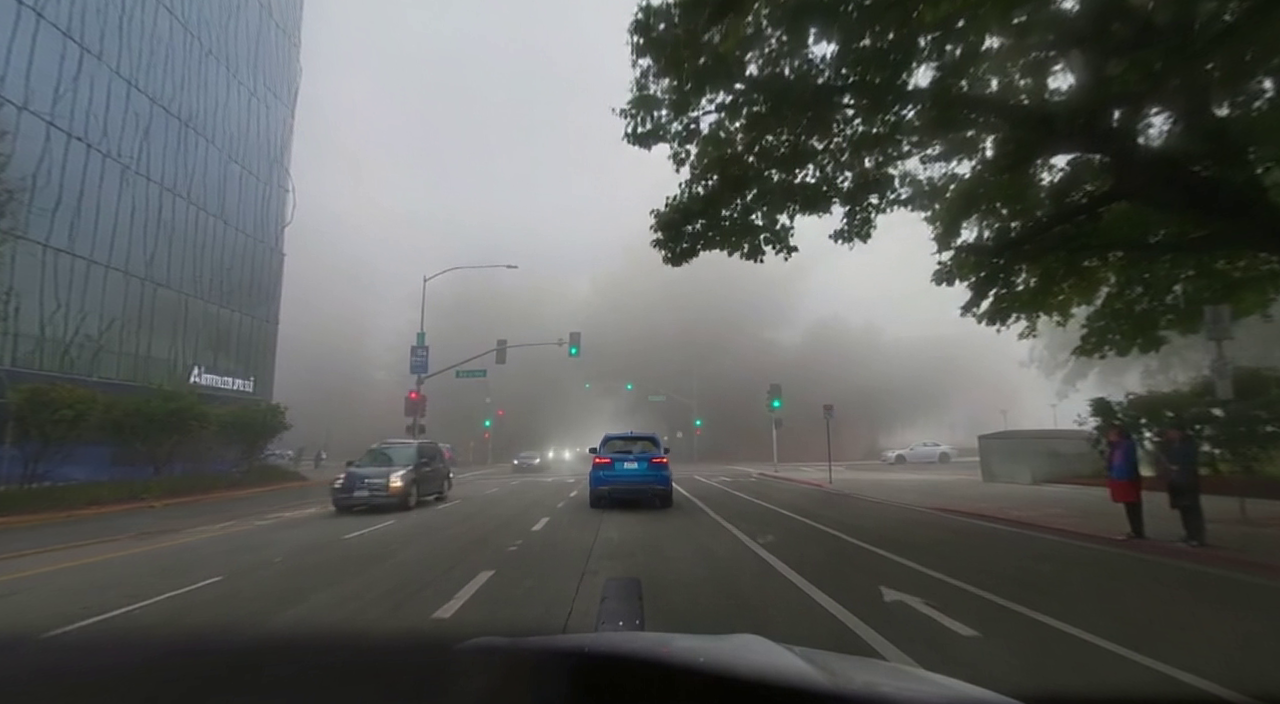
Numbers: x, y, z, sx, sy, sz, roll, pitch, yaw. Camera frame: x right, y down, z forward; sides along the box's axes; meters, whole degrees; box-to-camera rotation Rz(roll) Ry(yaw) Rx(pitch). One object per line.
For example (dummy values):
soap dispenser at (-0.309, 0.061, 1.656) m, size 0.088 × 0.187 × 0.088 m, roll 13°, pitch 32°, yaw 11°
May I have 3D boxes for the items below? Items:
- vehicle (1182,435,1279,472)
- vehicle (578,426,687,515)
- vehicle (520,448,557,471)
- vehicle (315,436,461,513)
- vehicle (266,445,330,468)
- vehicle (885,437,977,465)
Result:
vehicle at (28.776, 4.708, 29.440) m, size 5.161 × 1.610 × 2.024 m, roll 0°, pitch -8°, yaw -2°
vehicle at (-0.221, 2.690, 14.845) m, size 2.183 × 1.765 × 4.059 m, roll 0°, pitch -8°, yaw -2°
vehicle at (-6.976, 7.429, 43.916) m, size 1.908 × 1.475 × 4.337 m, roll 0°, pitch -8°, yaw 0°
vehicle at (-6.149, 3.008, 16.046) m, size 2.028 × 1.655 × 4.189 m, roll 0°, pitch -8°, yaw -1°
vehicle at (-26.883, 8.201, 49.674) m, size 4.393 × 1.730 × 2.151 m, roll -5°, pitch -9°, yaw 25°
vehicle at (16.770, 5.714, 36.493) m, size 4.422 × 1.563 × 1.751 m, roll 0°, pitch -9°, yaw -2°
